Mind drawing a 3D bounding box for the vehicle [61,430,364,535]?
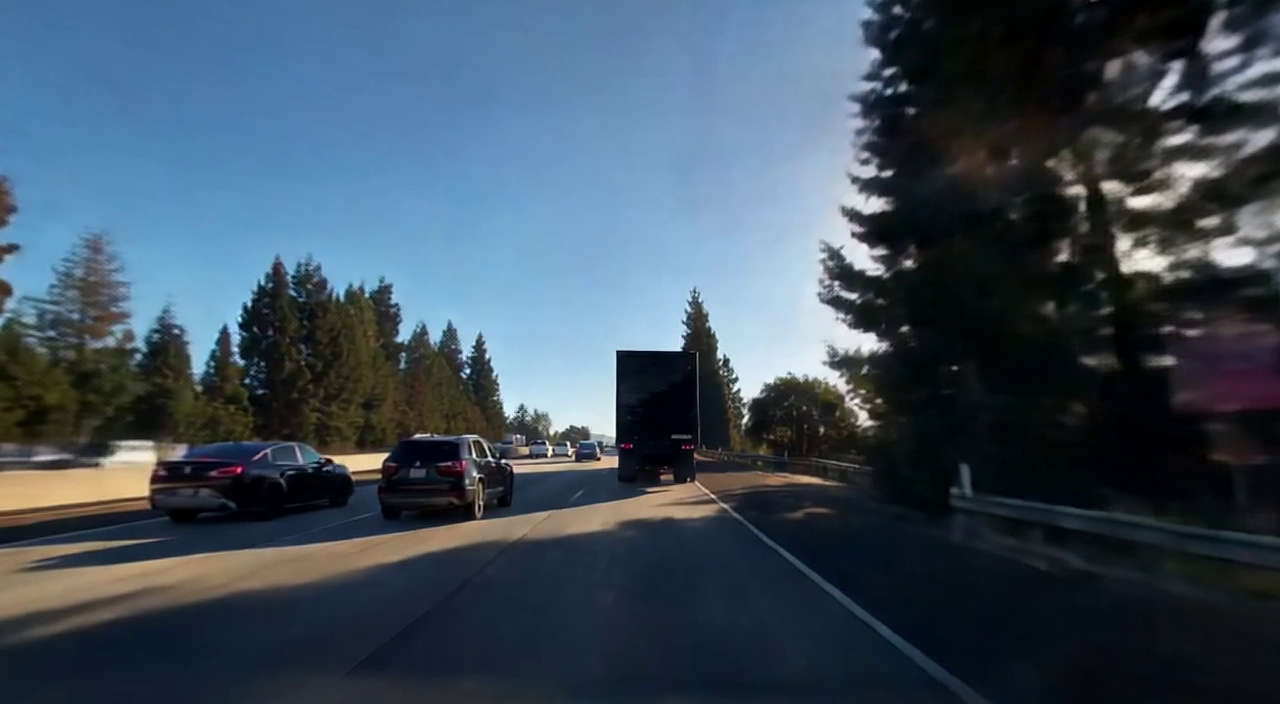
[{"bbox_3d":[-7.243,2.244,11.557,2.063,1.480,4.842,0,-8,2],"label":"vehicle"}]

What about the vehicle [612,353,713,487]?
[{"bbox_3d":[0.676,2.722,23.462,2.870,3.841,10.653,0,-8,0],"label":"vehicle"}]

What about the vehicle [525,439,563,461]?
[{"bbox_3d":[-6.681,6.875,44.435,1.882,1.451,4.416,0,-8,1],"label":"vehicle"}]

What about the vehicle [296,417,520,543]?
[{"bbox_3d":[-3.514,2.030,10.611,2.077,1.671,4.249,0,-8,1],"label":"vehicle"}]

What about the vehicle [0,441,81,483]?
[{"bbox_3d":[-24.701,4.239,24.423,1.851,1.560,4.519,0,-8,1],"label":"vehicle"}]
